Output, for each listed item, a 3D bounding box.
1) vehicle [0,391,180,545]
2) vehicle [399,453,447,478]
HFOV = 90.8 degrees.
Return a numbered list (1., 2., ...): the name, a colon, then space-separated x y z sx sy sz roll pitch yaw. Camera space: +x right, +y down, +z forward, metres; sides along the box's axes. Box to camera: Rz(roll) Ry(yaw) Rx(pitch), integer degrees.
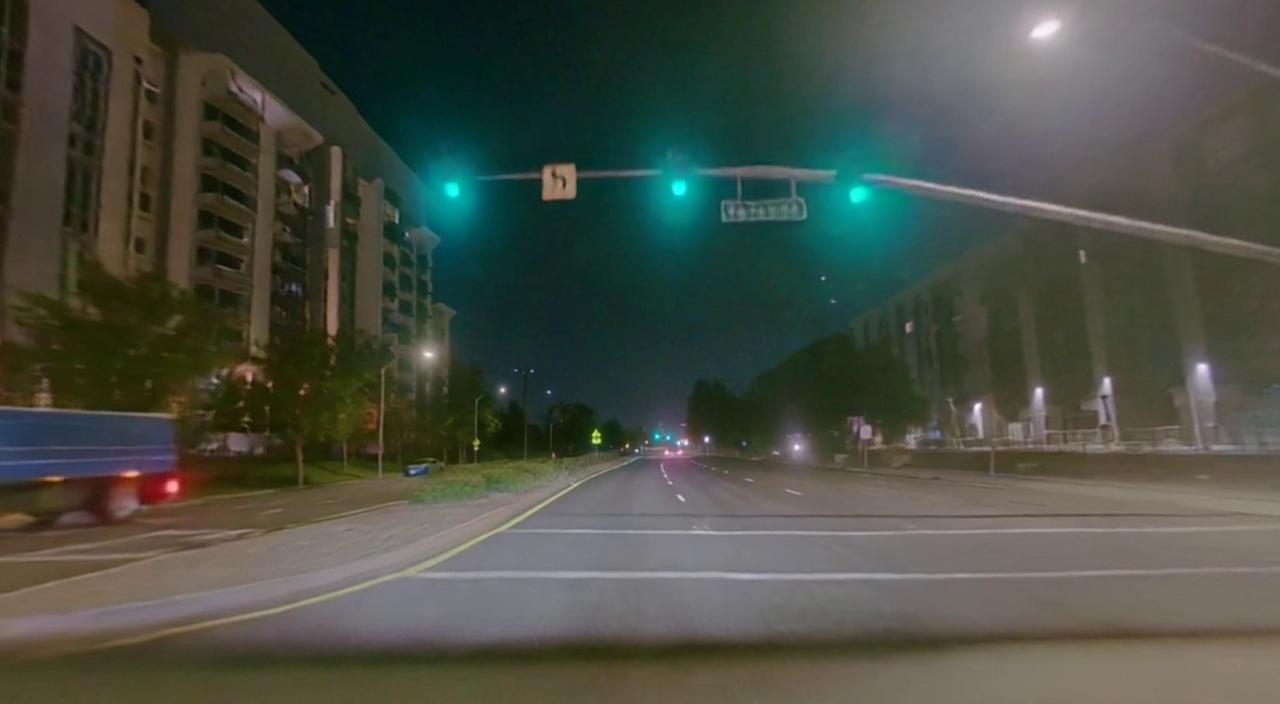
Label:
1. vehicle: -15.757 2.705 14.864 2.783 3.404 9.441 0 -9 -1
2. vehicle: -16.078 8.396 47.008 1.975 1.629 4.491 0 -8 0
